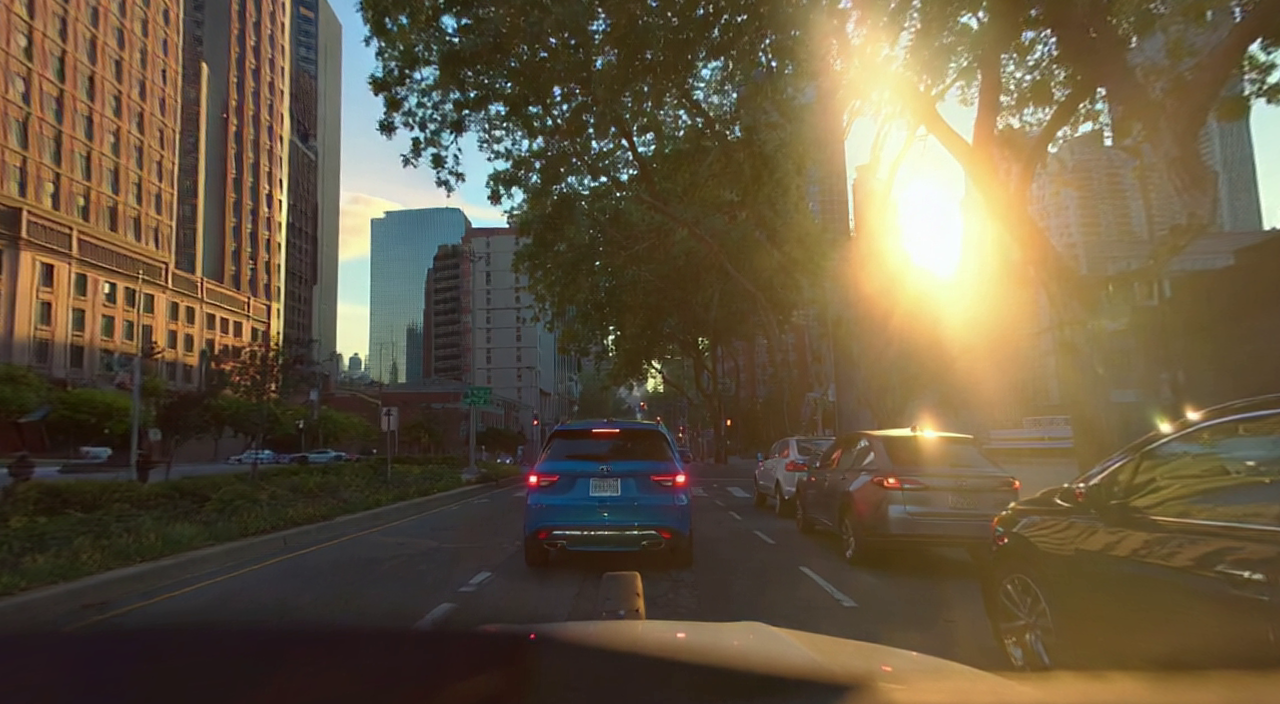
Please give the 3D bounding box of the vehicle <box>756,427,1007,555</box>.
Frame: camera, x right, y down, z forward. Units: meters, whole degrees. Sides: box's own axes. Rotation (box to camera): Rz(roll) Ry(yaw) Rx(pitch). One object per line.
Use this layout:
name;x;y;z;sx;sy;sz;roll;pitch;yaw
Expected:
vehicle;3.284;1.986;9.800;1.941;1.482;4.632;0;-9;-2

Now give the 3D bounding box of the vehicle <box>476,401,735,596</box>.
vehicle;-0.345;1.585;7.641;2.249;1.684;4.084;0;-9;-1

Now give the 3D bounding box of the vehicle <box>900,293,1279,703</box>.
vehicle;2.997;0.751;2.242;2.063;1.760;4.664;0;-9;-1
